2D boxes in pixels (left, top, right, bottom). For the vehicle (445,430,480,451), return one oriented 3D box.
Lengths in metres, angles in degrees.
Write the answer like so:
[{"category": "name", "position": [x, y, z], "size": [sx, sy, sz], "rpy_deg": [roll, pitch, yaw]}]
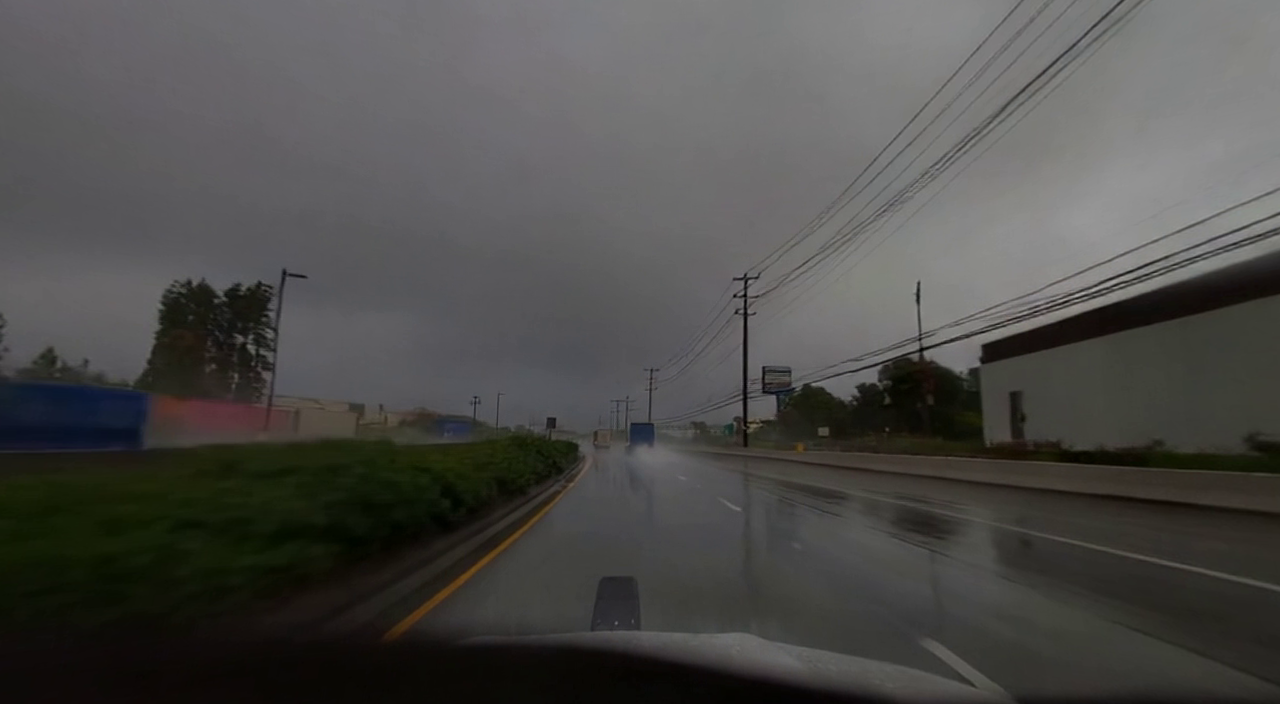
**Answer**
[{"category": "vehicle", "position": [-13.967, 6.988, 49.804], "size": [1.854, 1.548, 4.141], "rpy_deg": [0, -8, -4]}]
